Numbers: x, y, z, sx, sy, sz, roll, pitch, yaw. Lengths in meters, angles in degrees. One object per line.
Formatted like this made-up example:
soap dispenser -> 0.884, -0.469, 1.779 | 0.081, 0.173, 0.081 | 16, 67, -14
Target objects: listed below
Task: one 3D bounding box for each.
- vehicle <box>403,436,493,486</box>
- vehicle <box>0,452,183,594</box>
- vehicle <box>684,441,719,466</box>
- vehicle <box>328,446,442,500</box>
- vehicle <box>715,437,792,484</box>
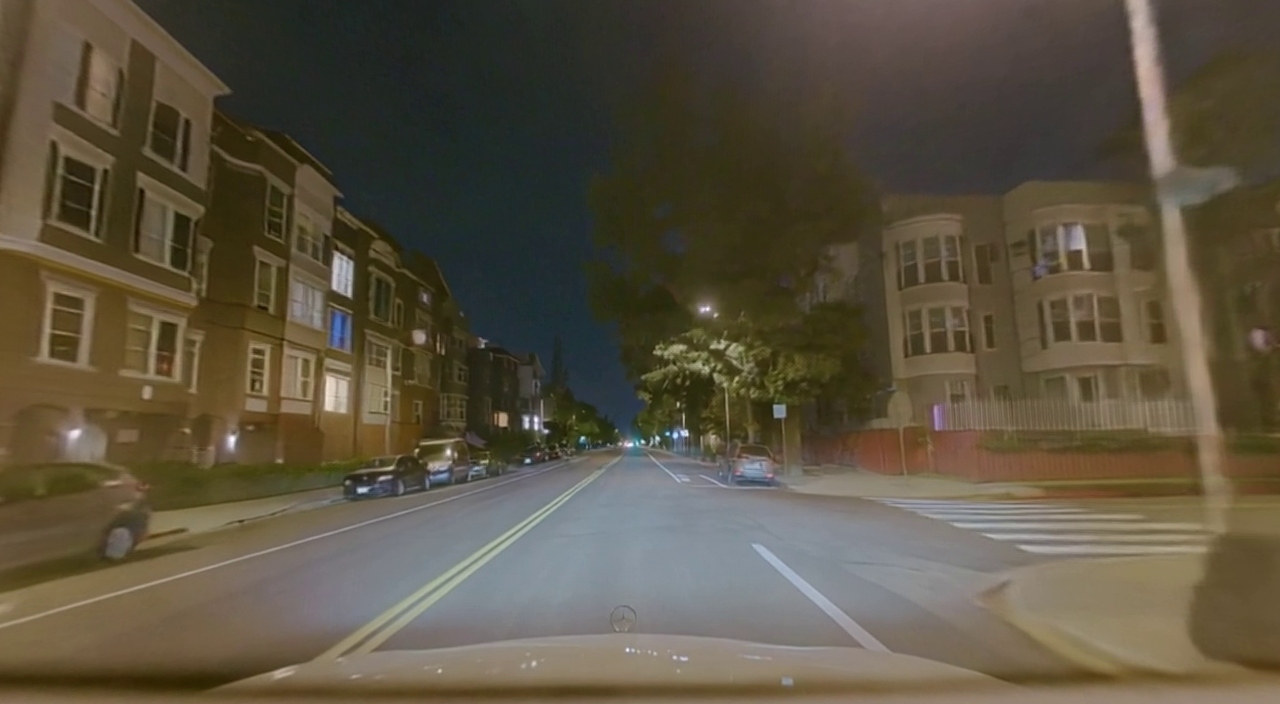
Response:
vehicle -> -7.838, 4.513, 26.400 | 2.283, 1.853, 4.903 | 0, -9, -1
vehicle -> -7.874, 1.968, 7.314 | 1.836, 1.474, 4.565 | -1, -8, -1
vehicle -> 4.093, 6.825, 42.569 | 1.845, 1.556, 3.929 | 0, -8, -1
vehicle -> -8.040, 3.822, 20.423 | 1.967, 1.517, 4.360 | 0, -8, -2
vehicle -> 4.344, 4.225, 24.911 | 2.034, 1.674, 4.271 | 1, -8, -3
